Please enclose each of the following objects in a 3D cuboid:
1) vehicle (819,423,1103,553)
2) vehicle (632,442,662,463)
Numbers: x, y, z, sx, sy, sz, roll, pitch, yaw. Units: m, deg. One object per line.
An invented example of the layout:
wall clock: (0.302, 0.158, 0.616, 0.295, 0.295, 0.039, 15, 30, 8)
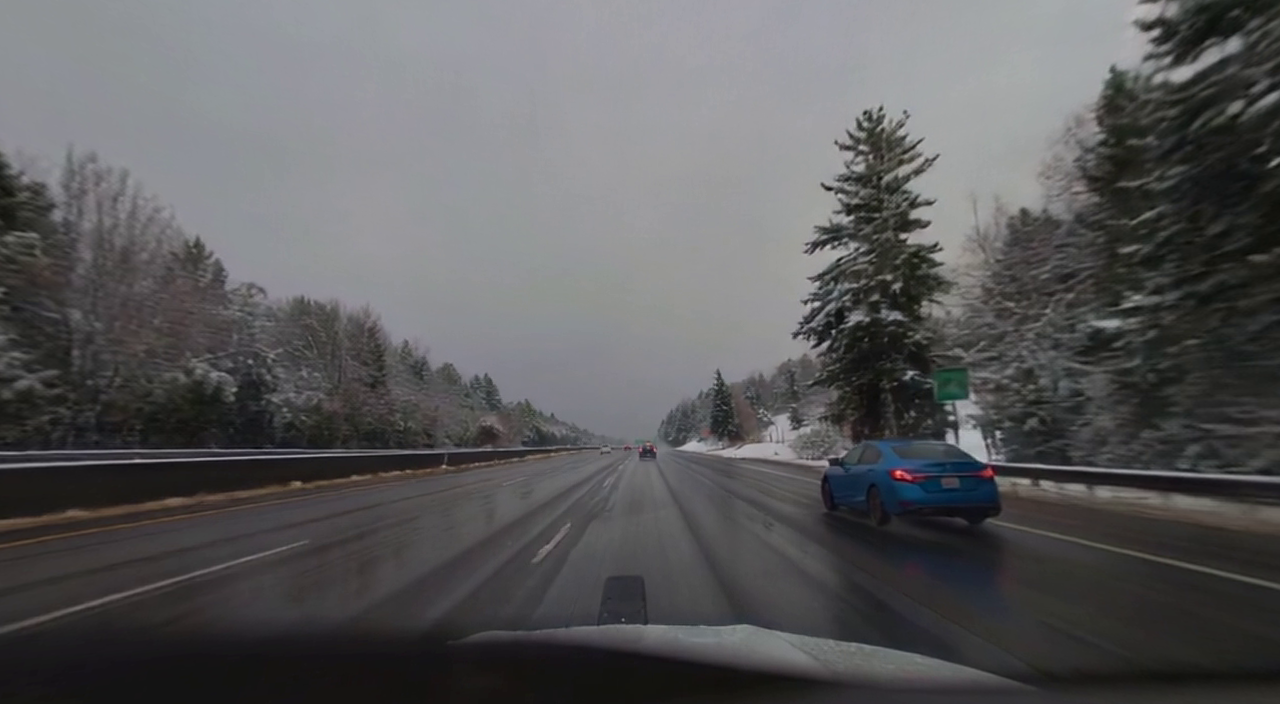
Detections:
vehicle: (4.529, 1.979, 9.910, 2.008, 1.524, 4.598, -1, -8, -1)
vehicle: (0.463, 7.279, 45.541, 2.052, 1.449, 3.857, -1, -8, 0)
